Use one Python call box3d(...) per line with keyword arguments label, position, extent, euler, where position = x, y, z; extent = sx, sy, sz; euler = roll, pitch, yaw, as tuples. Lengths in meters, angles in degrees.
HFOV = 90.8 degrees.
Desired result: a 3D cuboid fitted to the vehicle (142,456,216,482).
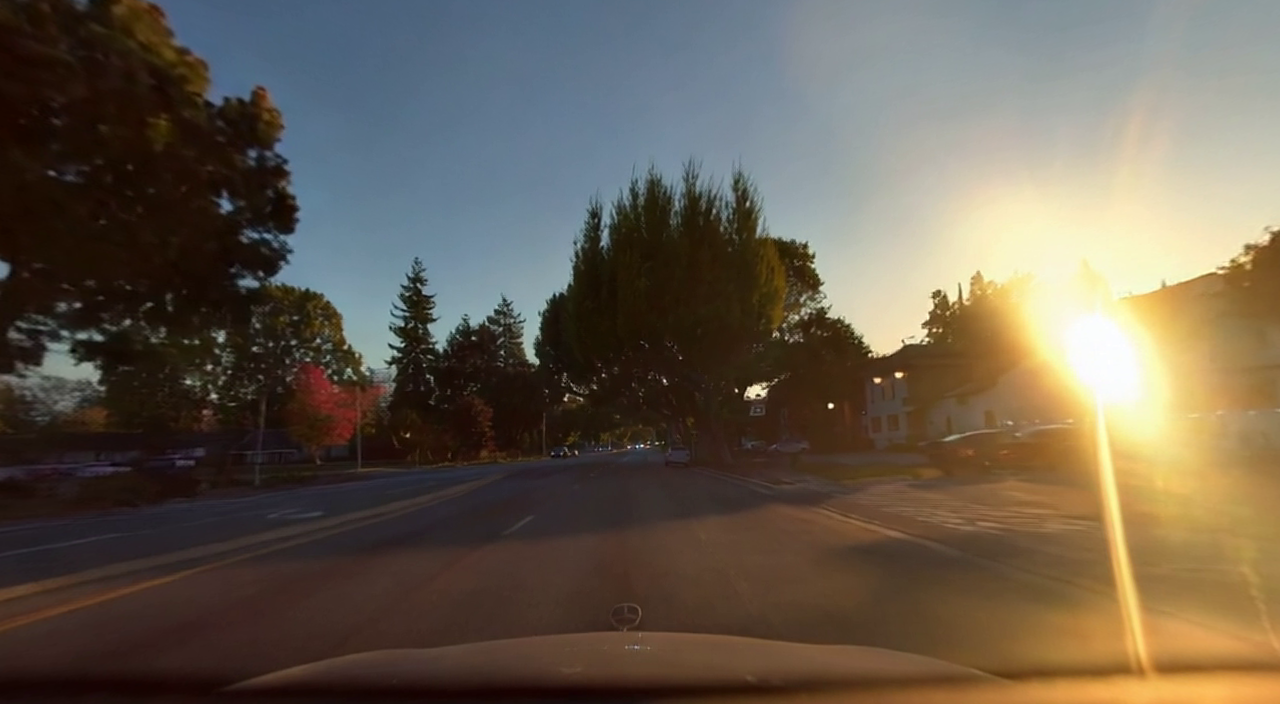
box3d(label="vehicle", position=(-36.081, 9.144, 49.640), extent=(2.007, 1.822, 4.919), euler=(-1, -8, 2))
